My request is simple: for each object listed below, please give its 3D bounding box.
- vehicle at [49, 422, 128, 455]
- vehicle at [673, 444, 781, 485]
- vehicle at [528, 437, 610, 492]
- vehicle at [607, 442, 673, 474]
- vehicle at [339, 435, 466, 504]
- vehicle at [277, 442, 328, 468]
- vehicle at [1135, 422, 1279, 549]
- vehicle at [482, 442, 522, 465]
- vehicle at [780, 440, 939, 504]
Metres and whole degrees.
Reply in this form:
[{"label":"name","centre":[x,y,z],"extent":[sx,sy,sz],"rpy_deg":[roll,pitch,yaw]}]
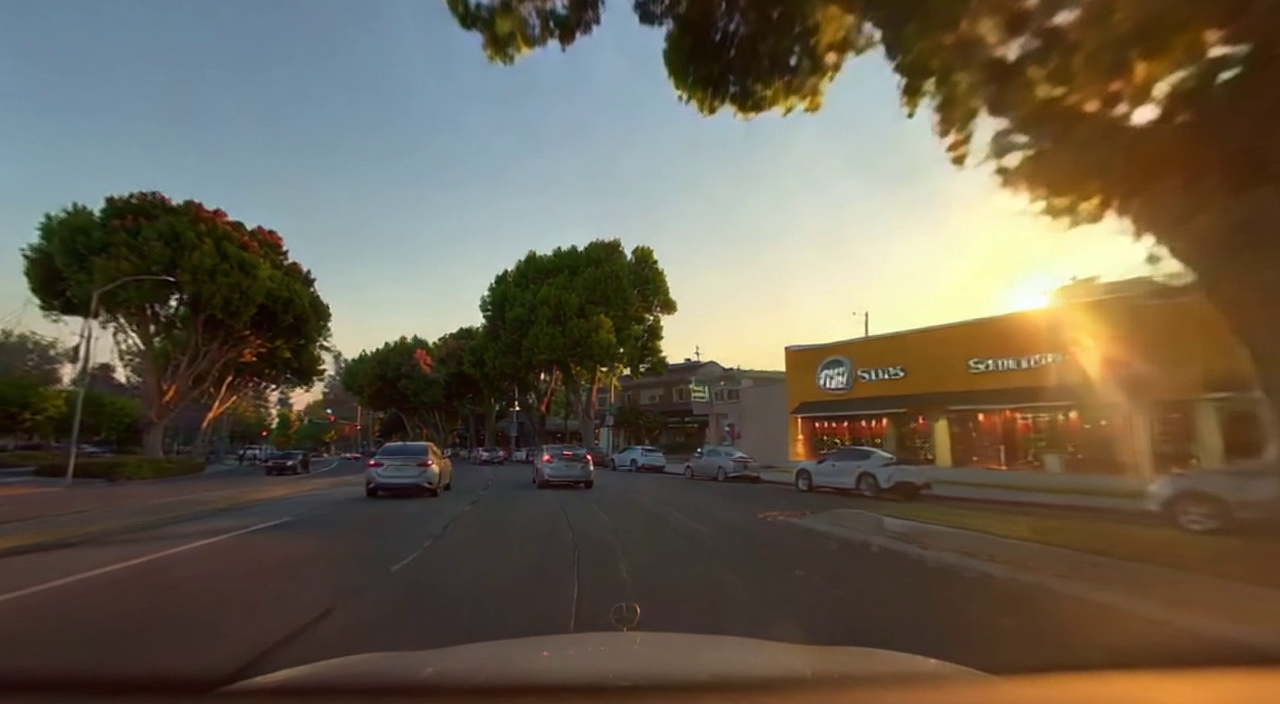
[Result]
[{"label":"vehicle","centre":[-42.464,6.759,48.661],"extent":[2.430,2.266,6.029],"rpy_deg":[6,-10,-20]},{"label":"vehicle","centre":[3.322,4.451,25.281],"extent":[2.038,1.446,4.896],"rpy_deg":[4,-9,-23]},{"label":"vehicle","centre":[-2.322,3.437,19.572],"extent":[2.001,1.483,4.442],"rpy_deg":[2,-9,-13]},{"label":"vehicle","centre":[-0.087,5.485,32.800],"extent":[1.905,1.537,4.276],"rpy_deg":[4,-9,-23]},{"label":"vehicle","centre":[-5.819,2.916,16.134],"extent":[2.105,1.477,4.857],"rpy_deg":[1,-9,-9]},{"label":"vehicle","centre":[-20.926,6.373,39.230],"extent":[2.000,1.477,4.346],"rpy_deg":[3,-9,-18]},{"label":"vehicle","centre":[9.903,1.771,8.280],"extent":[2.095,1.697,4.801],"rpy_deg":[3,-9,-20]},{"label":"vehicle","centre":[-9.344,6.782,42.320],"extent":[1.920,1.416,4.310],"rpy_deg":[3,-9,-21]},{"label":"vehicle","centre":[5.929,3.251,17.578],"extent":[1.952,1.547,4.091],"rpy_deg":[3,-9,-21]}]
